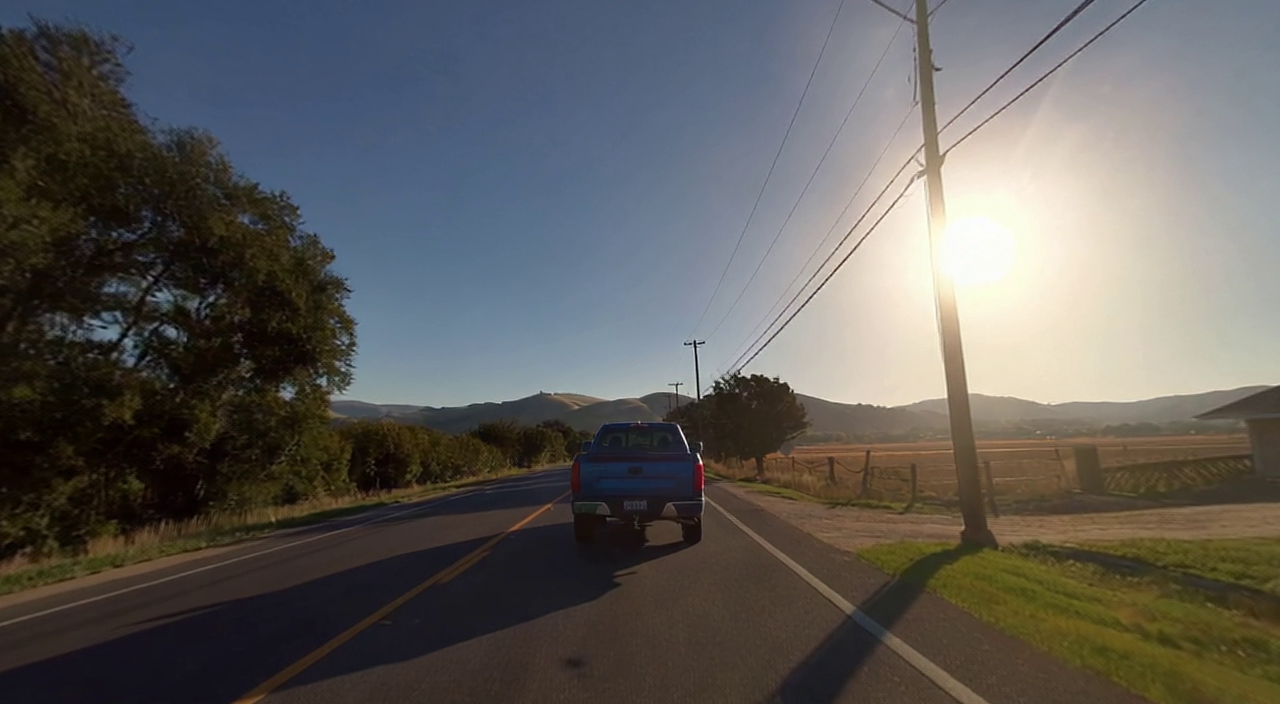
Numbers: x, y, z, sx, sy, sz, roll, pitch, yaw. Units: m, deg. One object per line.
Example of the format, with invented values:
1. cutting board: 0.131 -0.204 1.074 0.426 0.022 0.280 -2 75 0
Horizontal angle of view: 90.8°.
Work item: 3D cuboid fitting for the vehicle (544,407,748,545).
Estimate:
1. vehicle: 0.043 2.133 11.637 2.774 1.861 5.885 0 -8 -1
